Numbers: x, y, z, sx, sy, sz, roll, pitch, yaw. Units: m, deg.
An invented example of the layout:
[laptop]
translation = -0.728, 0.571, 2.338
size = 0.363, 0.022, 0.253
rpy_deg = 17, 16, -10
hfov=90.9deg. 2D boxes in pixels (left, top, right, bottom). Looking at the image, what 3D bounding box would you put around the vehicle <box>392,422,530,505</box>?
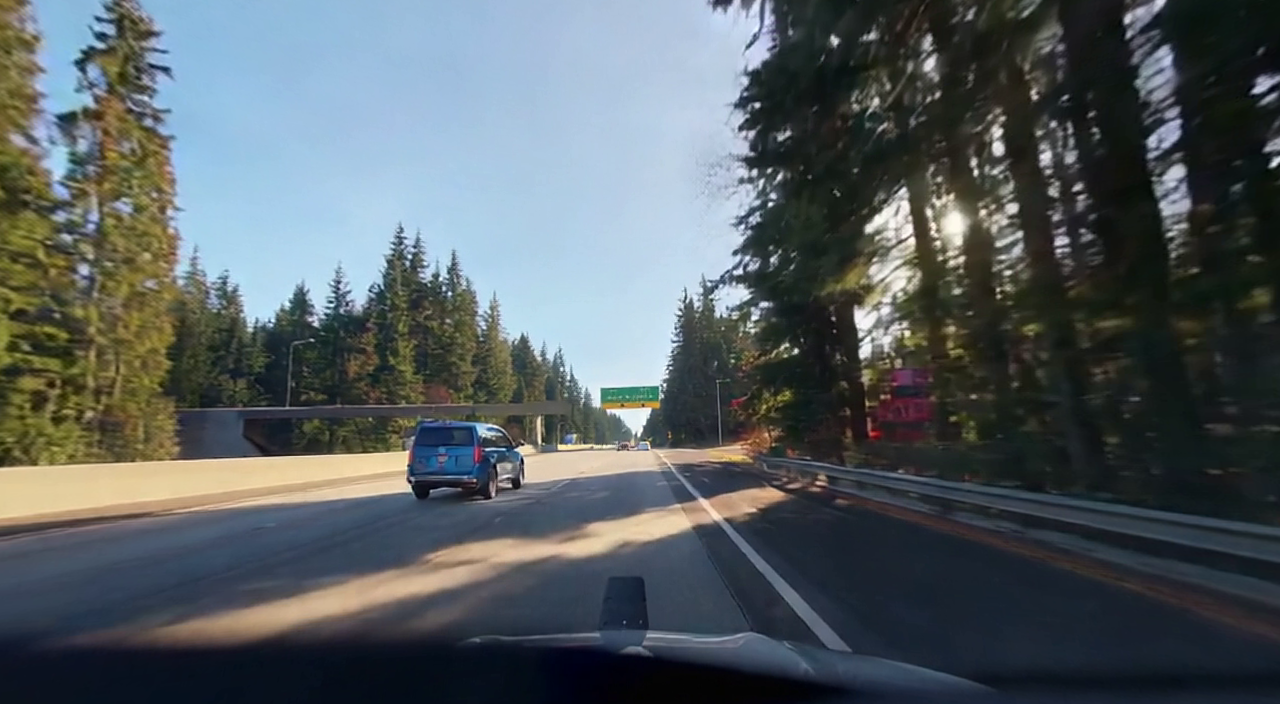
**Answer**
[vehicle]
translation = -4.236, 2.696, 15.821
size = 2.084, 1.752, 4.479
rpy_deg = 0, -8, 1
